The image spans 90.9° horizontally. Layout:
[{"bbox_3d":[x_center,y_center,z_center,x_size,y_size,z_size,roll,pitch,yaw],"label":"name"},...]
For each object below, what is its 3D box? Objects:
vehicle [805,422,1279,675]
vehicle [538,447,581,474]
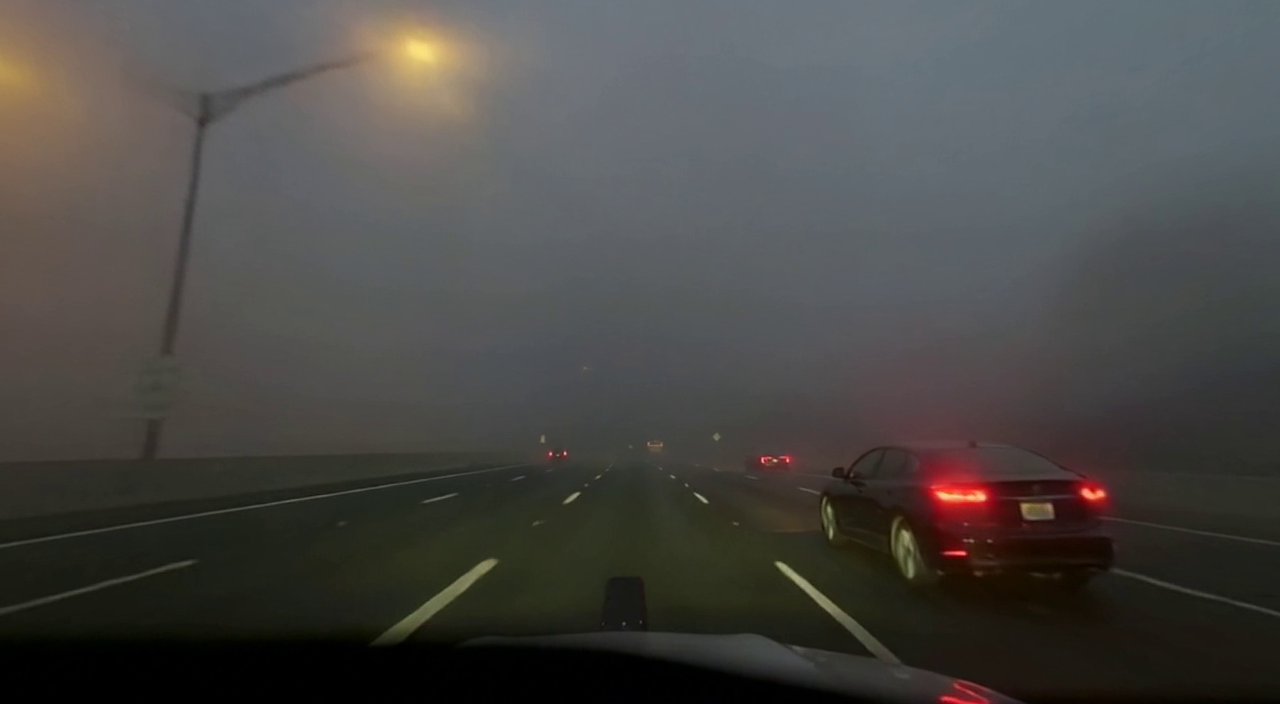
[{"bbox_3d":[3.297,1.533,6.215,2.030,1.490,4.737,0,-8,0],"label":"vehicle"},{"bbox_3d":[-4.723,6.377,37.419,2.014,1.481,4.156,0,-8,0],"label":"vehicle"}]
